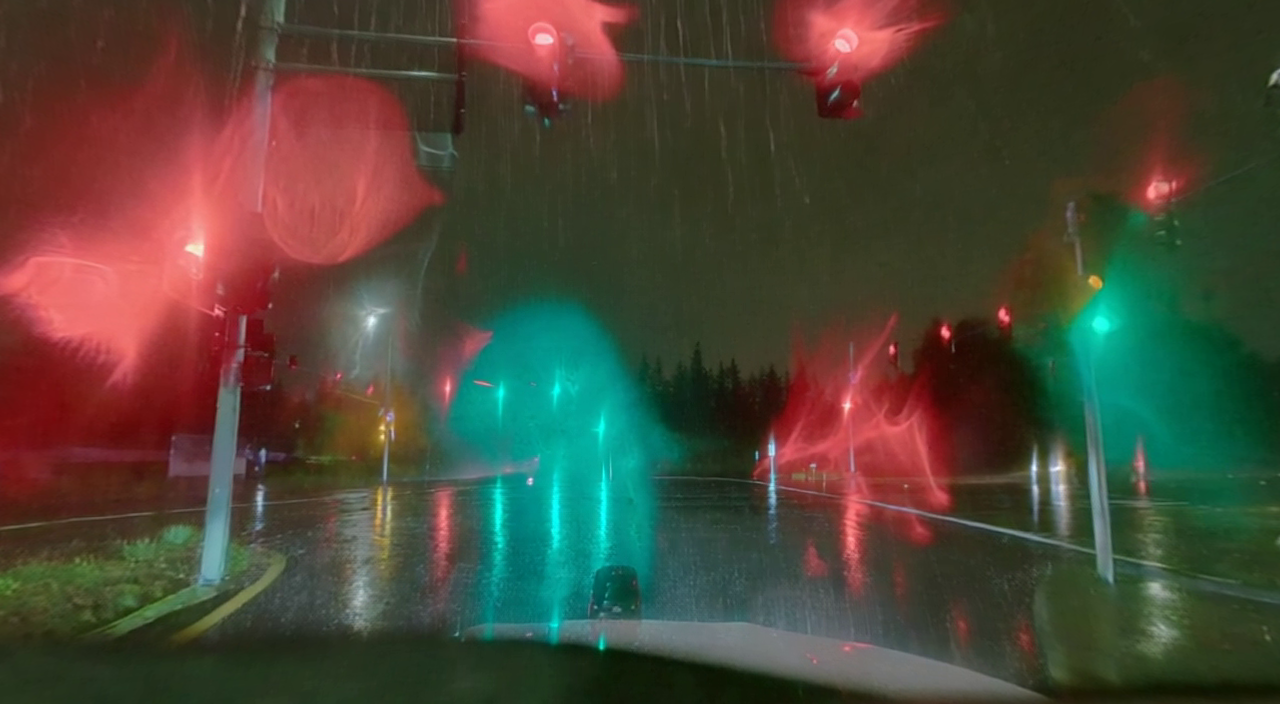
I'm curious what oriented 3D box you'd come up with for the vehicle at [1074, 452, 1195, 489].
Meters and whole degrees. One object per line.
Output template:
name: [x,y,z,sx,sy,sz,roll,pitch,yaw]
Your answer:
vehicle: [22.761,5.444,29.093,3.998,1.590,1.936,1,-10,-6]
